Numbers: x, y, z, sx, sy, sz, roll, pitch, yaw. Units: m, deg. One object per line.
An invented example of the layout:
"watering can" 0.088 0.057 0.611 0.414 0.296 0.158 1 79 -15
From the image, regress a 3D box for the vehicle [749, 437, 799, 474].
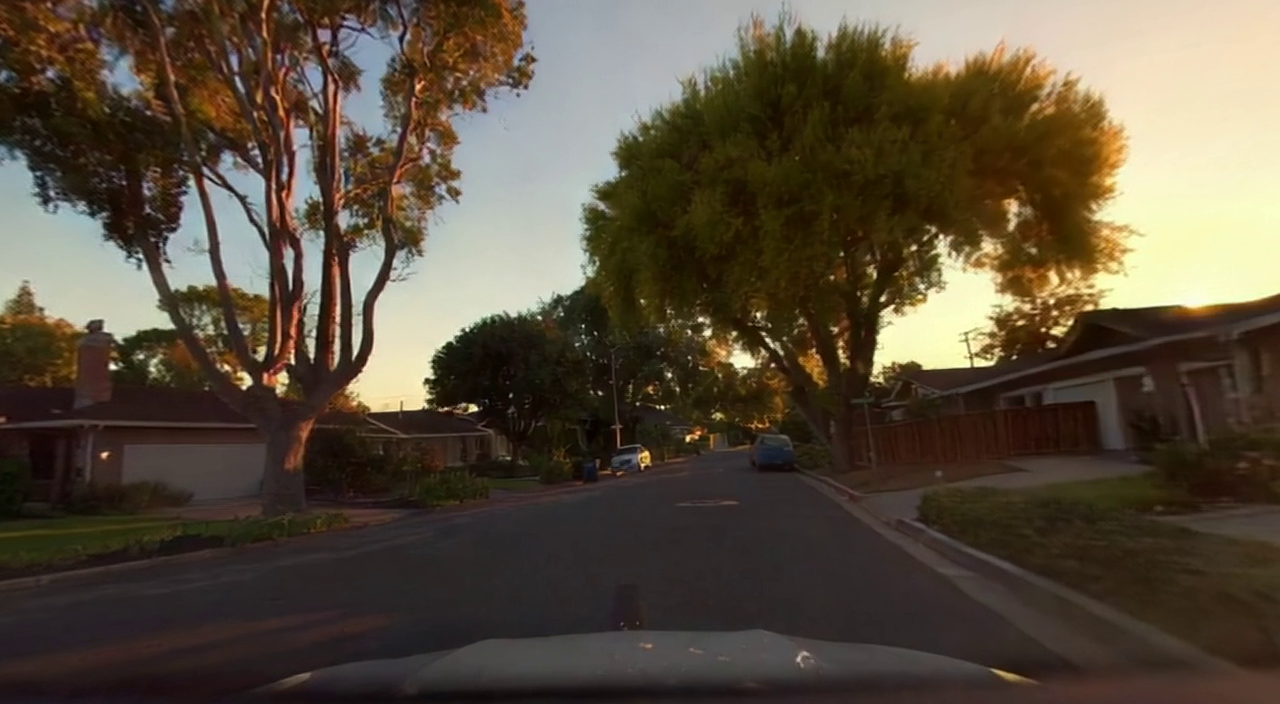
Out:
"vehicle" 6.175 4.823 29.573 2.005 1.553 3.984 0 -9 8

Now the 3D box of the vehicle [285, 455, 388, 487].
"vehicle" -15.319 6.002 31.989 4.404 1.495 1.844 -2 -9 10

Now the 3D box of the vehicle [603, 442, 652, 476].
"vehicle" -0.726 6.832 40.661 2.208 1.834 4.675 -7 -9 8
